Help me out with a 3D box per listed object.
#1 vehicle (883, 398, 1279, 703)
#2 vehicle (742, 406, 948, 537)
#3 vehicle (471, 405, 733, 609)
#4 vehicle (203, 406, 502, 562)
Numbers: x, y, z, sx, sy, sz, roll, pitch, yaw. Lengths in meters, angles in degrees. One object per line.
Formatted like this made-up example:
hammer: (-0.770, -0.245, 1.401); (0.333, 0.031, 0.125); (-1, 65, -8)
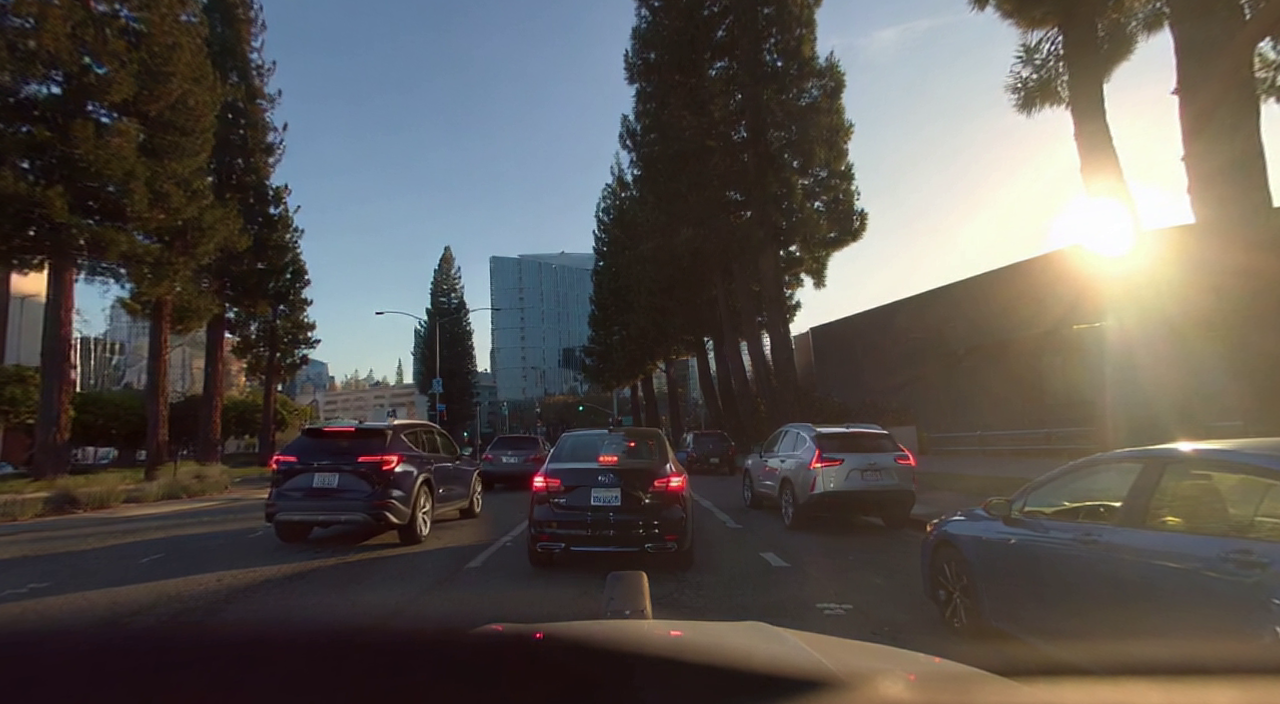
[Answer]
vehicle: (3.248, 1.075, 3.399); (2.045, 1.459, 4.462); (0, -8, -1)
vehicle: (3.345, 2.083, 11.530); (2.117, 1.879, 4.715); (0, -8, -1)
vehicle: (-0.353, 1.586, 7.412); (2.114, 1.631, 4.459); (0, -8, -1)
vehicle: (-3.748, 1.830, 9.507); (2.141, 1.718, 4.809); (0, -8, 1)
